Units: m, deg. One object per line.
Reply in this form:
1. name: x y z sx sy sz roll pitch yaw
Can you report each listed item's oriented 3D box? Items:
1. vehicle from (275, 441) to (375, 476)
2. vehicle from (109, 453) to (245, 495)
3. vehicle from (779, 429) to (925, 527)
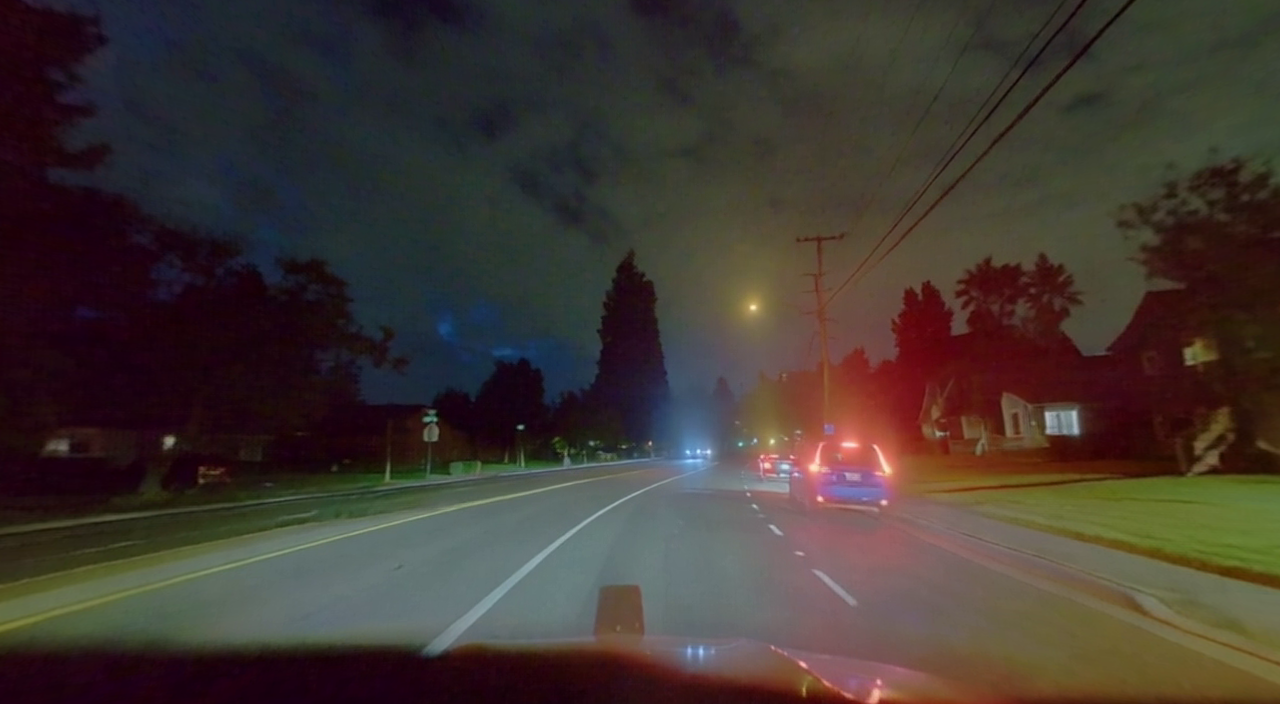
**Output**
1. vehicle: -19.568 6.613 39.372 5.134 2.110 2.040 -1 -9 5
2. vehicle: -18.326 4.787 25.087 4.284 1.549 1.828 -2 -9 11
3. vehicle: 4.419 2.674 13.973 1.989 1.782 4.351 -1 -9 4
